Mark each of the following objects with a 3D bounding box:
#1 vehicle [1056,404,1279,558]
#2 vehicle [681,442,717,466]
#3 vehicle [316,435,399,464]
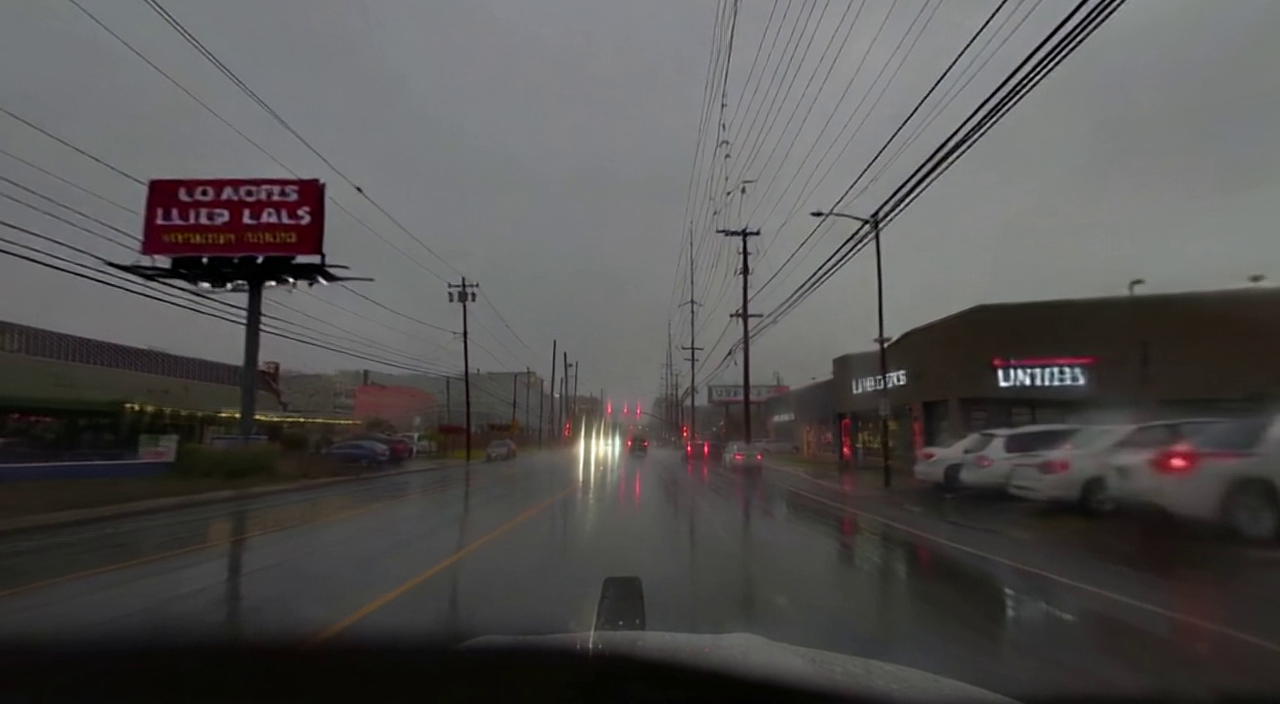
[{"bbox_3d":[10.120,1.874,9.620,5.771,2.013,2.414,0,-8,1],"label":"vehicle"},{"bbox_3d":[3.837,6.718,41.854,1.926,1.482,4.442,0,-9,-1],"label":"vehicle"},{"bbox_3d":[-18.351,6.371,41.210,4.455,1.772,2.048,1,-9,-3],"label":"vehicle"}]
